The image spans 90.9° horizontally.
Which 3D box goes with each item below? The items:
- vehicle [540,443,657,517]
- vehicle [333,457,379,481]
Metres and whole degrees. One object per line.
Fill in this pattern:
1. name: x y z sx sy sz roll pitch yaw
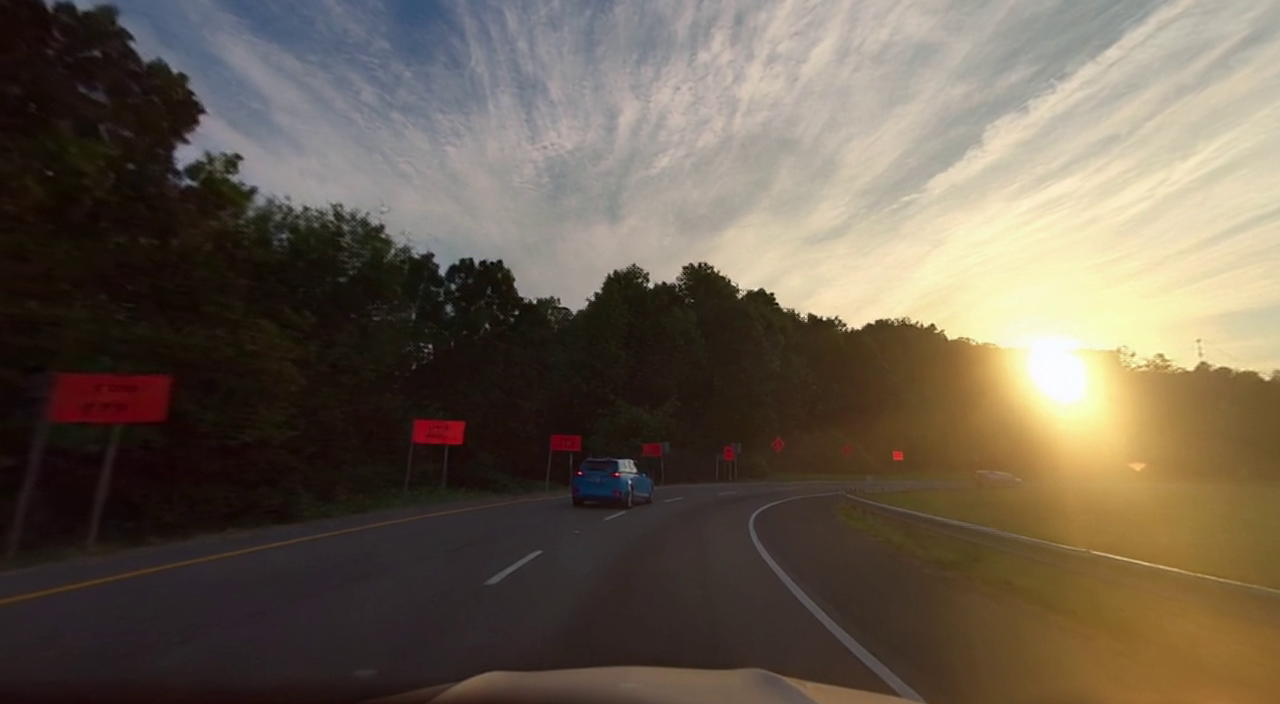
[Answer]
1. vehicle: -0.938 3.415 17.128 1.997 1.692 4.422 -1 -10 12
2. vehicle: -18.774 7.763 41.804 1.758 1.470 3.823 2 -10 -8
